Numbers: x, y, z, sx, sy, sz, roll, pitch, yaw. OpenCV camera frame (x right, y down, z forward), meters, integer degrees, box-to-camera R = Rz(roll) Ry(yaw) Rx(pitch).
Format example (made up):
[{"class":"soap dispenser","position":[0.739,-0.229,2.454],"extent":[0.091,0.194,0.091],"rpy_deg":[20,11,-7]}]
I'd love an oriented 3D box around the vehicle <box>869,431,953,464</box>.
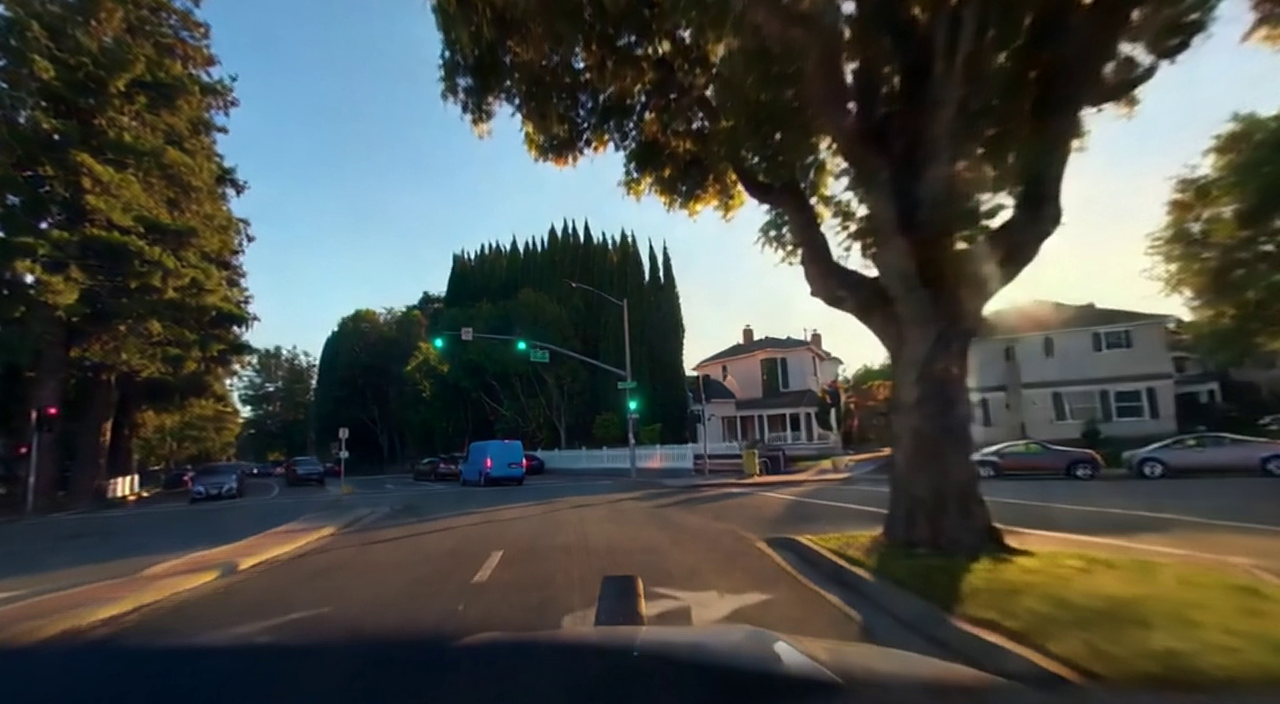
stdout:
[{"class":"vehicle","position":[16.384,5.767,38.239],"extent":[4.268,1.765,1.989],"rpy_deg":[-5,-5,33]}]

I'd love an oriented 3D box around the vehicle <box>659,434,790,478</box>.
[{"class":"vehicle","position":[4.229,5.279,32.256],"extent":[6.104,2.026,2.514],"rpy_deg":[-6,-11,35]}]

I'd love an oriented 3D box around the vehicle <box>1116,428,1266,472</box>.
[{"class":"vehicle","position":[21.298,3.842,24.681],"extent":[4.082,1.591,1.916],"rpy_deg":[-7,-11,35]}]

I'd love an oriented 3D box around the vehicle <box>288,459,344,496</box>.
[{"class":"vehicle","position":[-15.040,5.722,29.200],"extent":[1.952,1.461,4.377],"rpy_deg":[5,-10,-30]}]

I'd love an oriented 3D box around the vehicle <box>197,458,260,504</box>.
[{"class":"vehicle","position":[-18.206,5.649,28.131],"extent":[2.078,1.783,4.670],"rpy_deg":[5,-10,-31]}]

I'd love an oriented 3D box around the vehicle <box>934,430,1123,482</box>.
[{"class":"vehicle","position":[11.873,3.233,19.681],"extent":[4.509,1.481,2.027],"rpy_deg":[-2,-9,13]}]

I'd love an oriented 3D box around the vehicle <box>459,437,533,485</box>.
[{"class":"vehicle","position":[-7.068,5.226,30.606],"extent":[2.213,2.124,4.809],"rpy_deg":[4,-10,-28]}]

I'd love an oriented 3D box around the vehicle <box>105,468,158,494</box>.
[{"class":"vehicle","position":[-36.771,9.359,45.667],"extent":[4.290,1.497,2.093],"rpy_deg":[-12,-10,38]}]

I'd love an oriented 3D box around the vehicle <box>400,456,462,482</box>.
[{"class":"vehicle","position":[-12.646,7.013,38.127],"extent":[2.008,1.445,4.386],"rpy_deg":[7,-11,-40]}]
